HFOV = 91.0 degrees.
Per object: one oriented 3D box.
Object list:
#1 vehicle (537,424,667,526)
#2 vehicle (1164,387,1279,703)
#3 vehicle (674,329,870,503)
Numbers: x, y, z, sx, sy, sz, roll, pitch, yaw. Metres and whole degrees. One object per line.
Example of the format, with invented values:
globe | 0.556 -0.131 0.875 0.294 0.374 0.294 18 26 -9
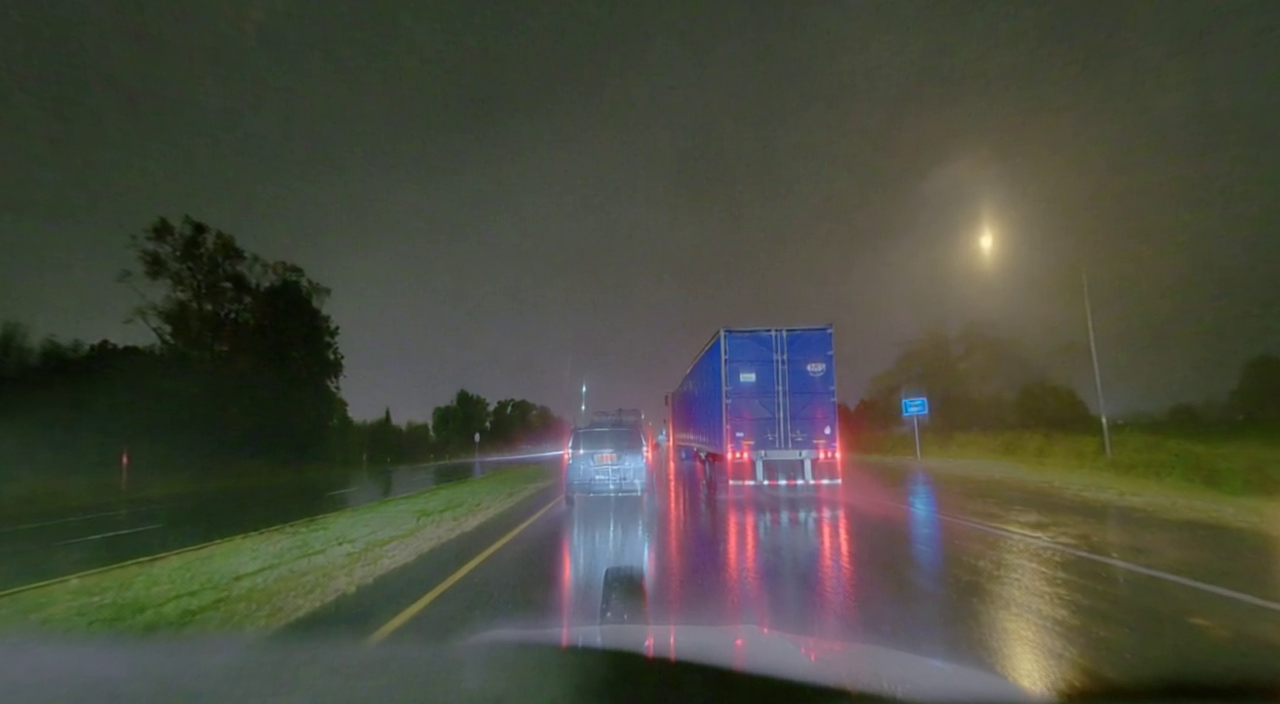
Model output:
vehicle | -0.600 2.209 11.825 2.009 1.554 4.013 0 -8 0
vehicle | 3.552 0.630 0.660 1.960 1.515 4.713 0 -8 0
vehicle | 3.656 2.733 23.800 3.591 4.290 16.696 0 -8 -1
